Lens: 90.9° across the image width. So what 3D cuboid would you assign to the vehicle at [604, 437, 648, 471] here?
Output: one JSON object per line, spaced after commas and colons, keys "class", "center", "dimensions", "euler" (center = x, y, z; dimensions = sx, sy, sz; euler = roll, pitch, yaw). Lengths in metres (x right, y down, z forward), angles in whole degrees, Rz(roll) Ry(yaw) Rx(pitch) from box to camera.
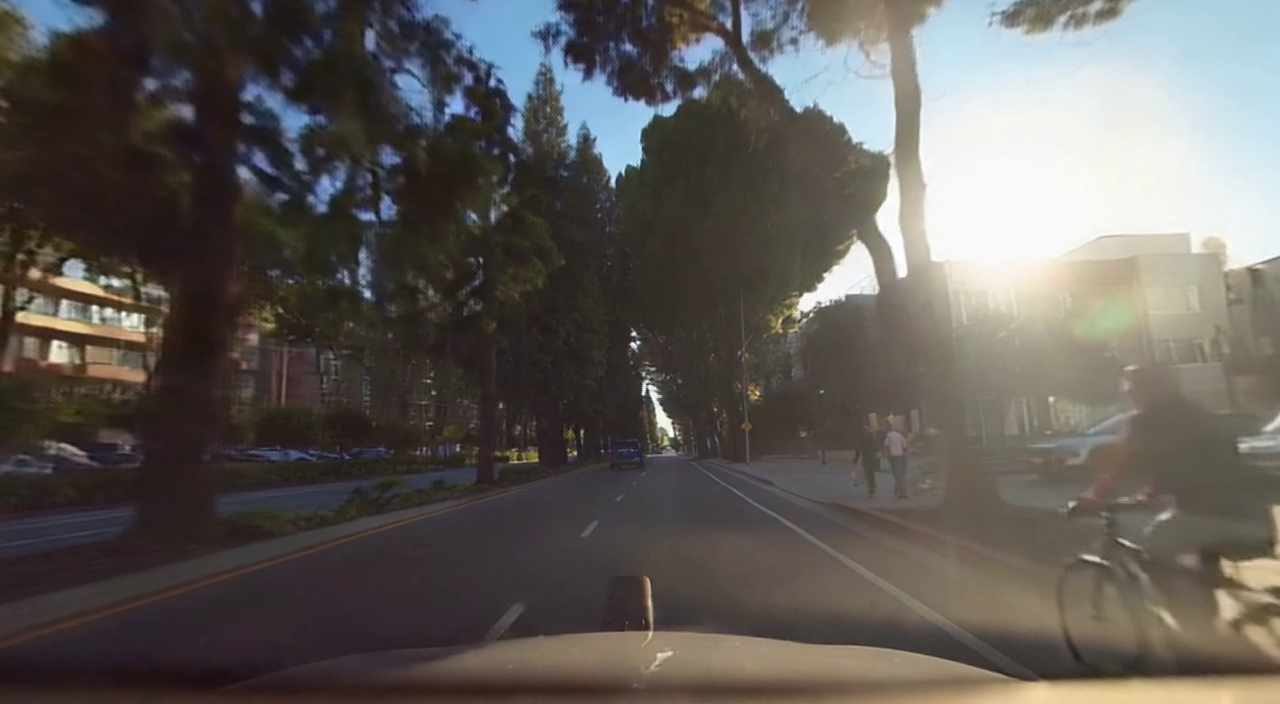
{"class": "vehicle", "center": [-0.755, 5.990, 37.277], "dimensions": [2.294, 1.859, 5.127], "euler": [-1, -9, 2]}
